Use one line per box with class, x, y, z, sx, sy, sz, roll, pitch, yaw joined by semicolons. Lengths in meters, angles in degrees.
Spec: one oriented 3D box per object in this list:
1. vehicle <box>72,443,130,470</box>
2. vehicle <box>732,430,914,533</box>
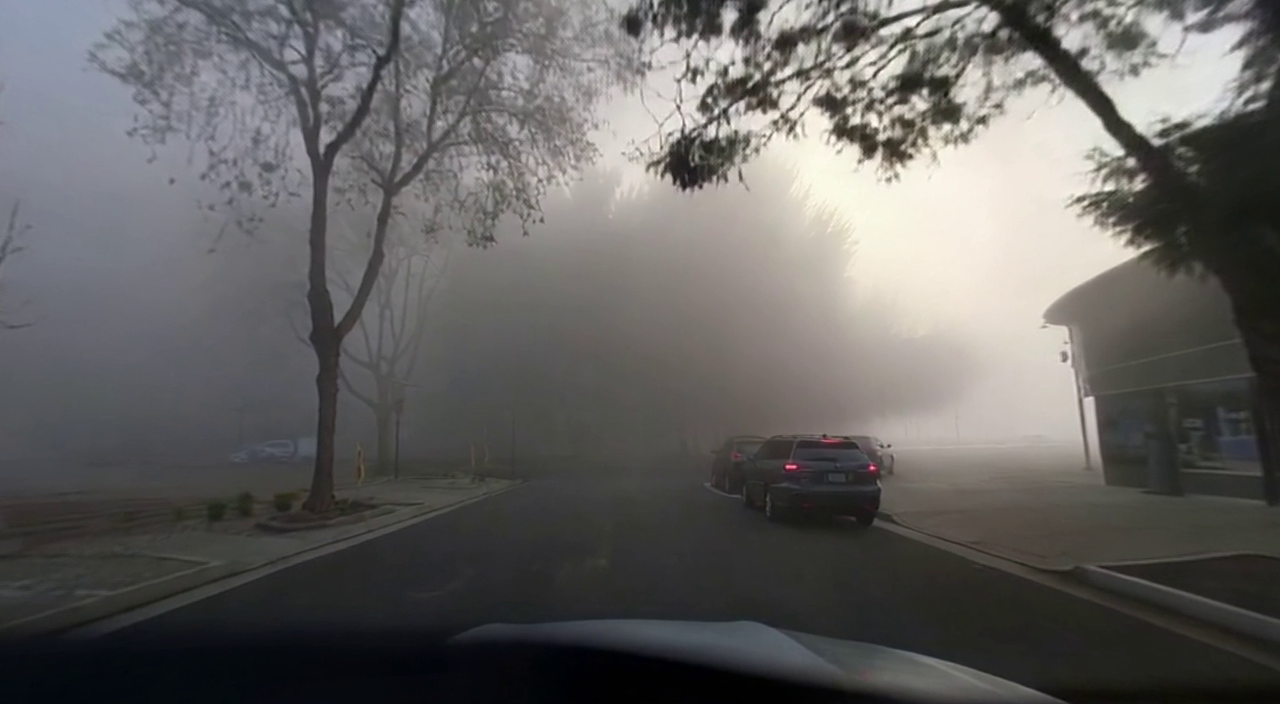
vehicle;-36.976;7.133;43.286;4.157;1.687;2.419;-7;-12;43
vehicle;3.082;2.290;11.831;2.064;1.532;4.596;0;-8;0
